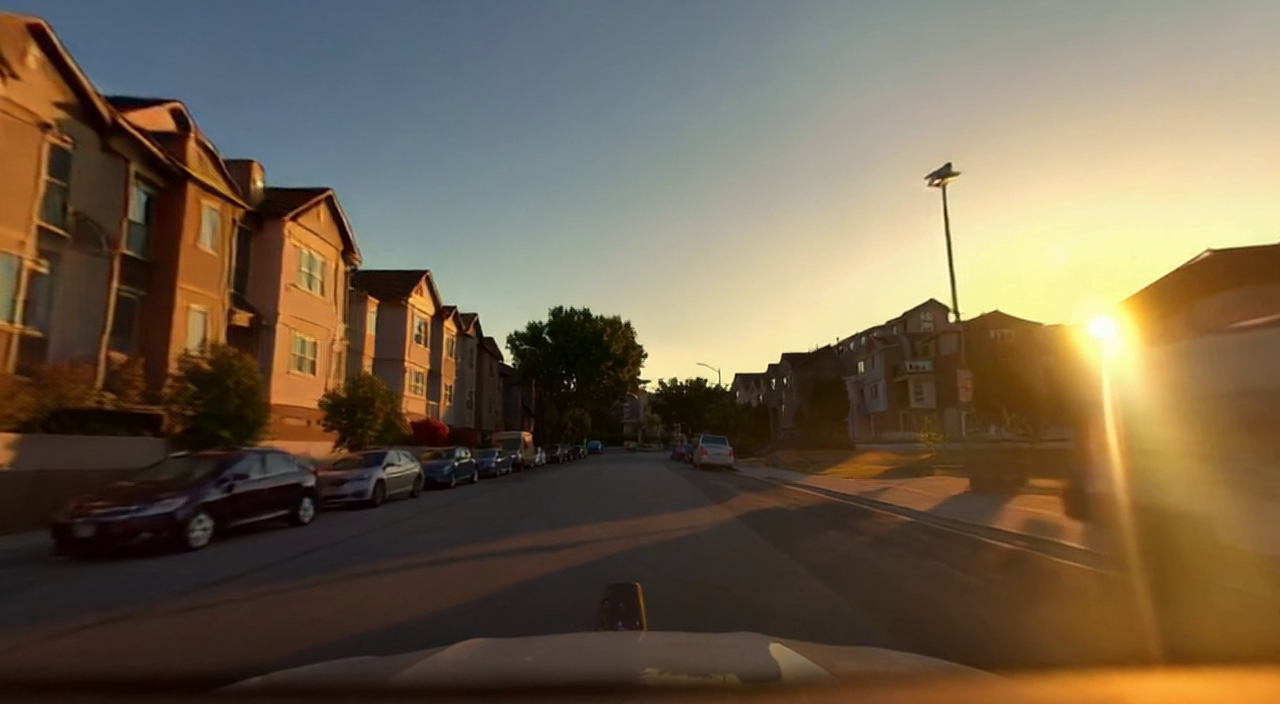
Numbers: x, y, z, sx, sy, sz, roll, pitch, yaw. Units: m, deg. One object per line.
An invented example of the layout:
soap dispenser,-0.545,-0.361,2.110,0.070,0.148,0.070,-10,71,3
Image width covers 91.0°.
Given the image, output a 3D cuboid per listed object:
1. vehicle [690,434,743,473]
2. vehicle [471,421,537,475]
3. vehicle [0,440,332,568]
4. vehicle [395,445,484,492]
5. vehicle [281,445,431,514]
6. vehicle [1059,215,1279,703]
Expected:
vehicle,4.111,5.581,34.676,2.216,1.955,4.970,0,-9,-1
vehicle,-7.343,5.339,34.711,2.341,2.674,5.753,-1,-10,0
vehicle,-7.068,2.256,10.097,2.003,1.501,4.779,-1,-9,-2
vehicle,-7.129,4.157,22.796,1.832,1.483,4.140,-1,-9,0
vehicle,-7.048,3.189,16.232,1.845,1.475,4.495,-1,-9,-1
vehicle,3.992,0.658,3.109,2.158,2.478,2.078,0,-9,-3
